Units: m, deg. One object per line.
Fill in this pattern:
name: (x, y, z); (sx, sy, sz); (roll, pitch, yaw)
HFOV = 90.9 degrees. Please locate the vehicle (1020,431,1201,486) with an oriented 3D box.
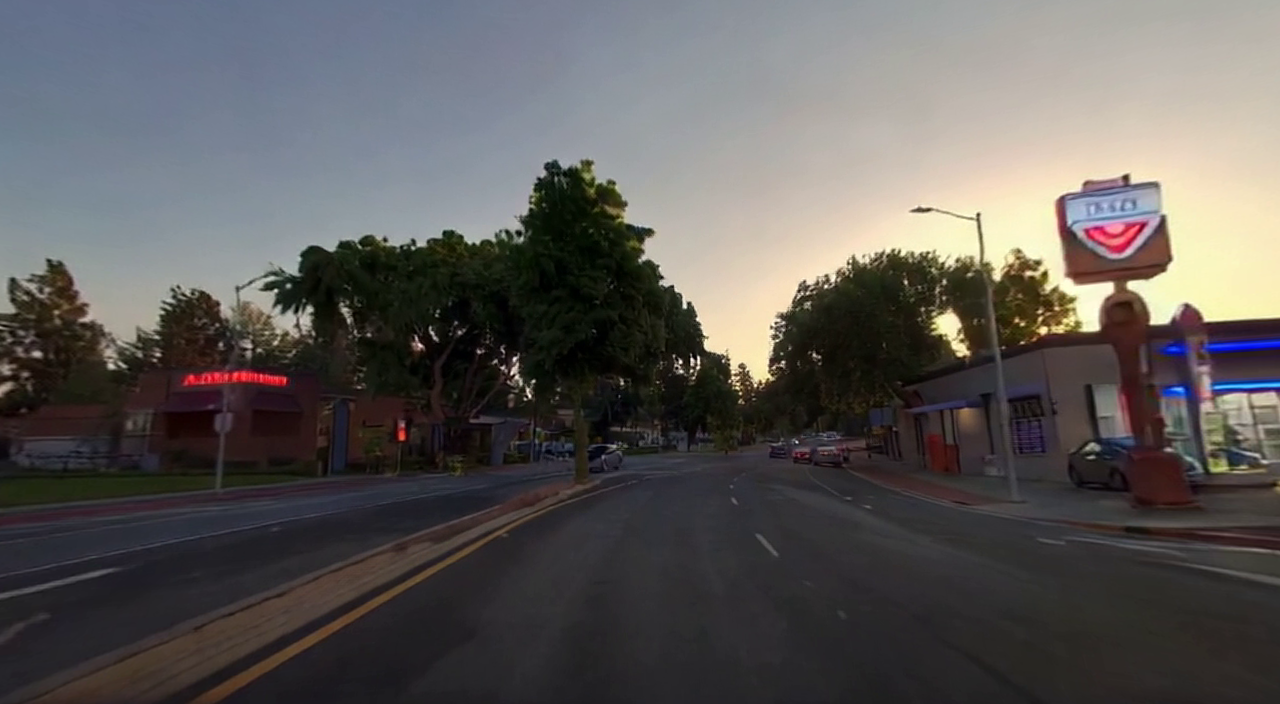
vehicle: (16.764, 3.809, 22.810); (4.557, 1.825, 2.350); (-2, -9, 13)

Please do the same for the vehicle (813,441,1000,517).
vehicle: (5.908, 2.847, 14.718); (1.938, 1.466, 4.434); (1, -9, -9)

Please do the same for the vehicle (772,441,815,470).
vehicle: (9.807, 6.506, 39.971); (2.311, 1.715, 4.287); (-3, -9, 17)
